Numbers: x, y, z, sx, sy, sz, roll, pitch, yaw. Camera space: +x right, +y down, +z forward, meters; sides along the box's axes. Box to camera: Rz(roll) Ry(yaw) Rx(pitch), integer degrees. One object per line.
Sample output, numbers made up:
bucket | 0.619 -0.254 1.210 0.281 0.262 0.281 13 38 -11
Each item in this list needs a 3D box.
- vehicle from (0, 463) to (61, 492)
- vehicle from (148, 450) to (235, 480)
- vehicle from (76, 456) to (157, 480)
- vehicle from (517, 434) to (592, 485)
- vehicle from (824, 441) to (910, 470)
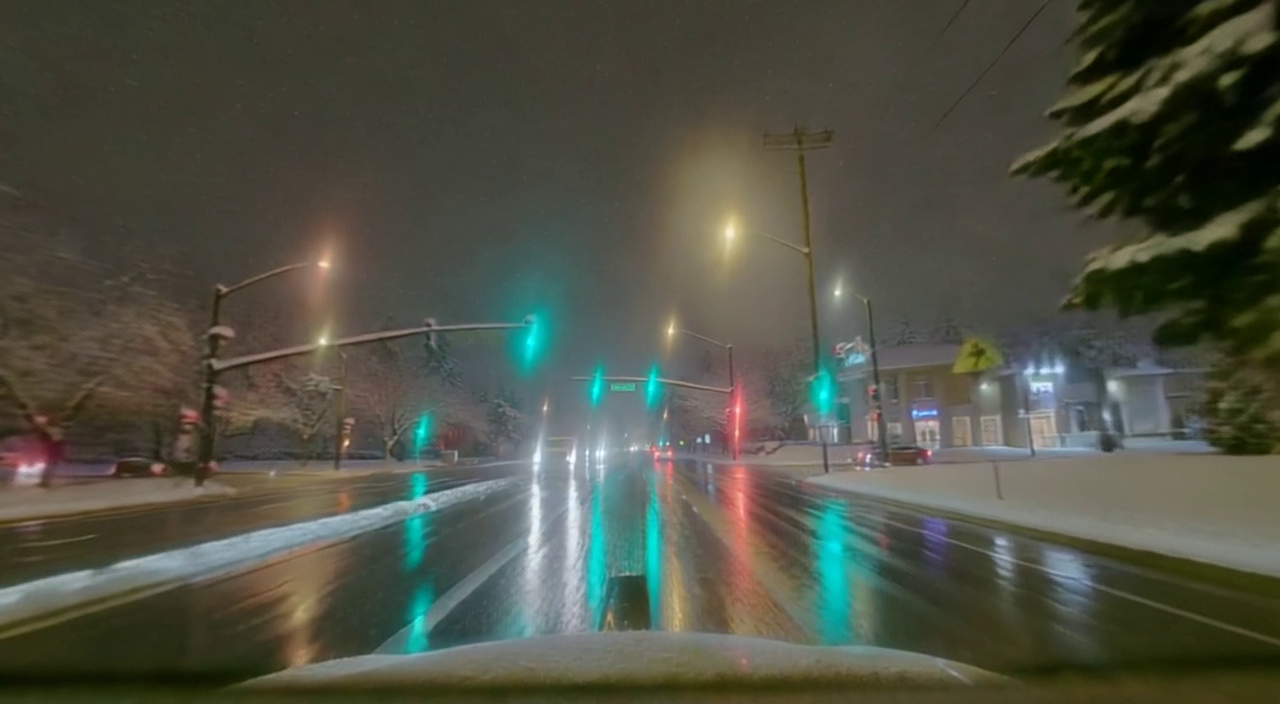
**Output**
vehicle | -35.926 7.032 35.553 4.657 1.455 1.994 0 -8 4
vehicle | -31.709 7.985 44.660 4.582 1.785 2.262 -3 -7 3
vehicle | -37.096 8.218 44.710 4.069 1.516 1.850 0 -8 2
vehicle | -3.204 4.128 24.524 2.250 1.791 4.300 0 -8 1
vehicle | 14.328 6.523 39.903 4.634 1.449 1.936 -3 -7 -1
